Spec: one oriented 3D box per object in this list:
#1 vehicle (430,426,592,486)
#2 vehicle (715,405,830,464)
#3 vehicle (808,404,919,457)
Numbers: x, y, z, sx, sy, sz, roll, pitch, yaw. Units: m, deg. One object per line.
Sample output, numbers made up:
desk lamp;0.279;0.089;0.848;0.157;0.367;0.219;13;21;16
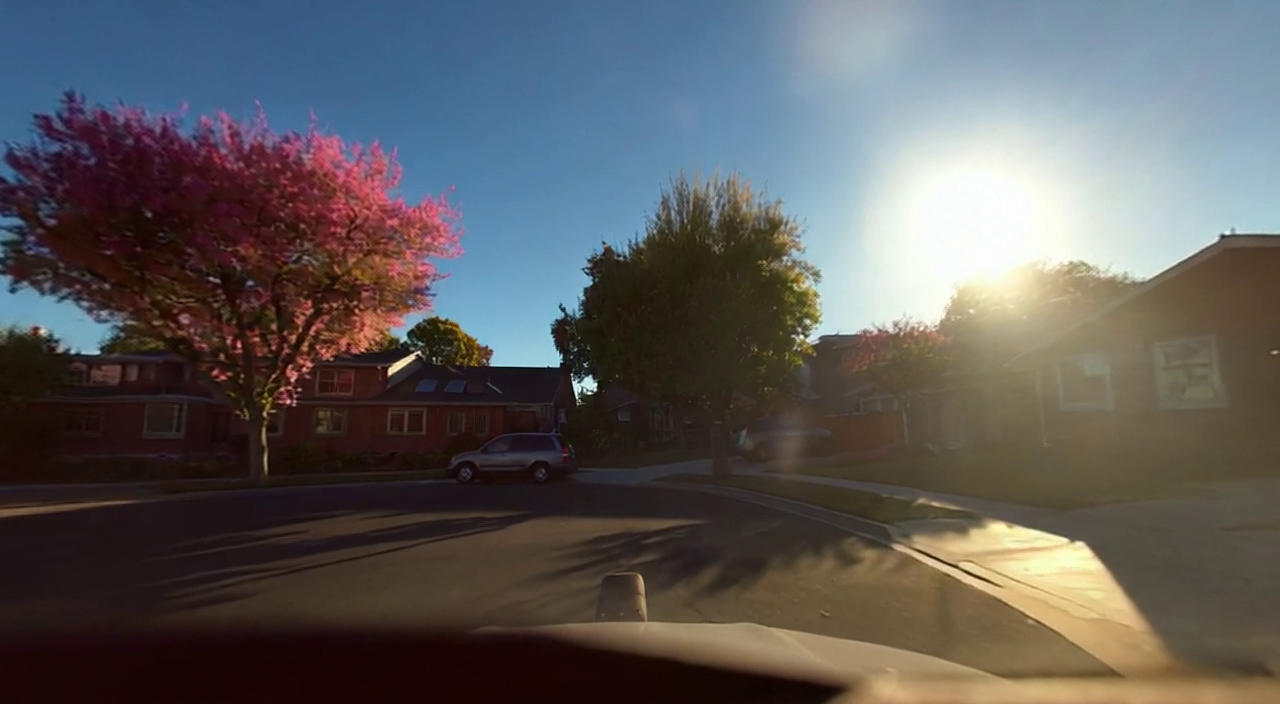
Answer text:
vehicle;-4.221;3.449;21.132;4.815;1.827;2.147;-2;-9;11
vehicle;5.174;3.111;24.284;2.310;1.701;4.280;-7;-4;42
vehicle;8.466;2.996;23.704;2.152;1.773;4.495;-8;-12;44
